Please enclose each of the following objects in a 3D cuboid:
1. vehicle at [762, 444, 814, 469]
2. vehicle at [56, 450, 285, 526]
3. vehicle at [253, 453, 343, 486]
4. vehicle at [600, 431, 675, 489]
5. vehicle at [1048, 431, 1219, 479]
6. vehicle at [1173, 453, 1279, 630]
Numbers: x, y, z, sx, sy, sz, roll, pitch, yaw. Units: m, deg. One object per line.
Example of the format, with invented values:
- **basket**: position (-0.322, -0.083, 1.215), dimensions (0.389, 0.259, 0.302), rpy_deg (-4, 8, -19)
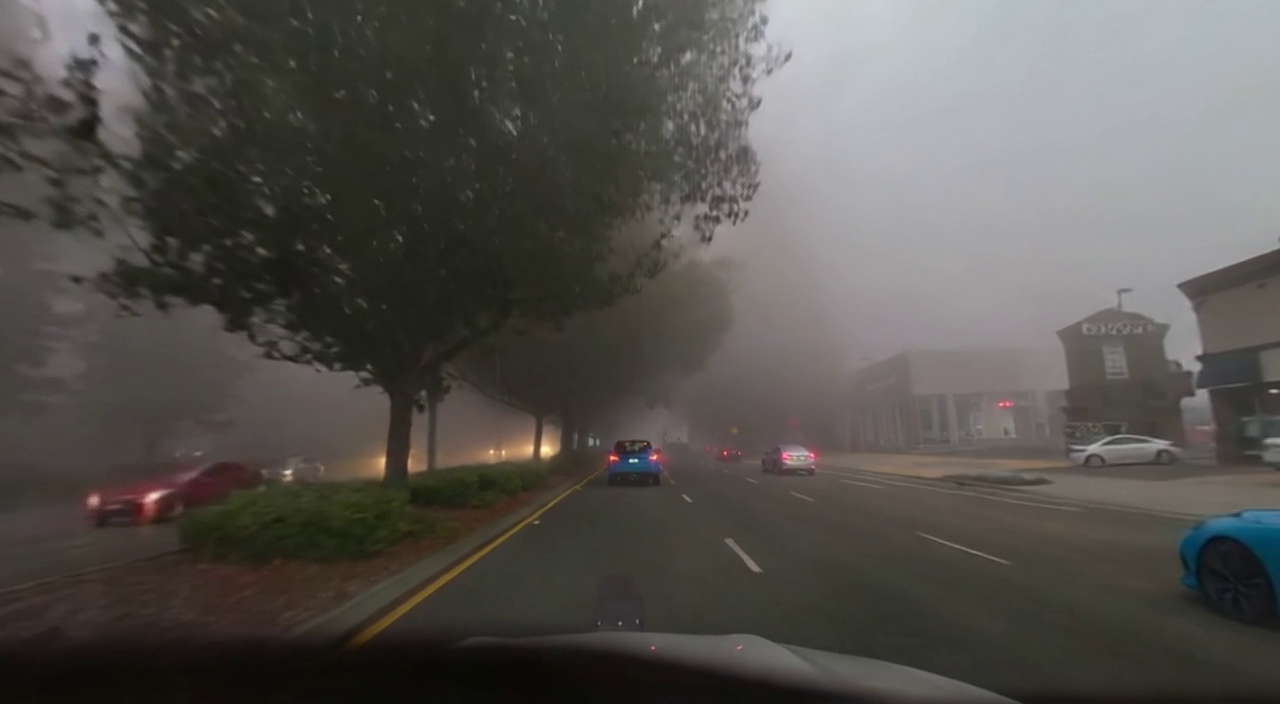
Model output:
- **vehicle**: position (9.078, 6.440, 39.074), dimensions (2.045, 1.484, 4.342), rpy_deg (0, -9, -2)
- **vehicle**: position (-10.849, 3.125, 15.179), dimensions (1.900, 1.497, 4.626), rpy_deg (0, -9, 0)
- **vehicle**: position (-17.077, 5.859, 31.869), dimensions (1.929, 1.460, 4.668), rpy_deg (0, -9, 0)
- **vehicle**: position (-0.118, 3.595, 21.313), dimensions (2.266, 1.762, 4.131), rpy_deg (0, -9, -1)
- **vehicle**: position (19.502, 4.043, 25.120), dimensions (4.932, 1.514, 2.327), rpy_deg (-3, -8, -5)
- **vehicle**: position (5.909, 1.221, 3.426), dimensions (2.258, 1.294, 4.312), rpy_deg (0, -9, 0)
